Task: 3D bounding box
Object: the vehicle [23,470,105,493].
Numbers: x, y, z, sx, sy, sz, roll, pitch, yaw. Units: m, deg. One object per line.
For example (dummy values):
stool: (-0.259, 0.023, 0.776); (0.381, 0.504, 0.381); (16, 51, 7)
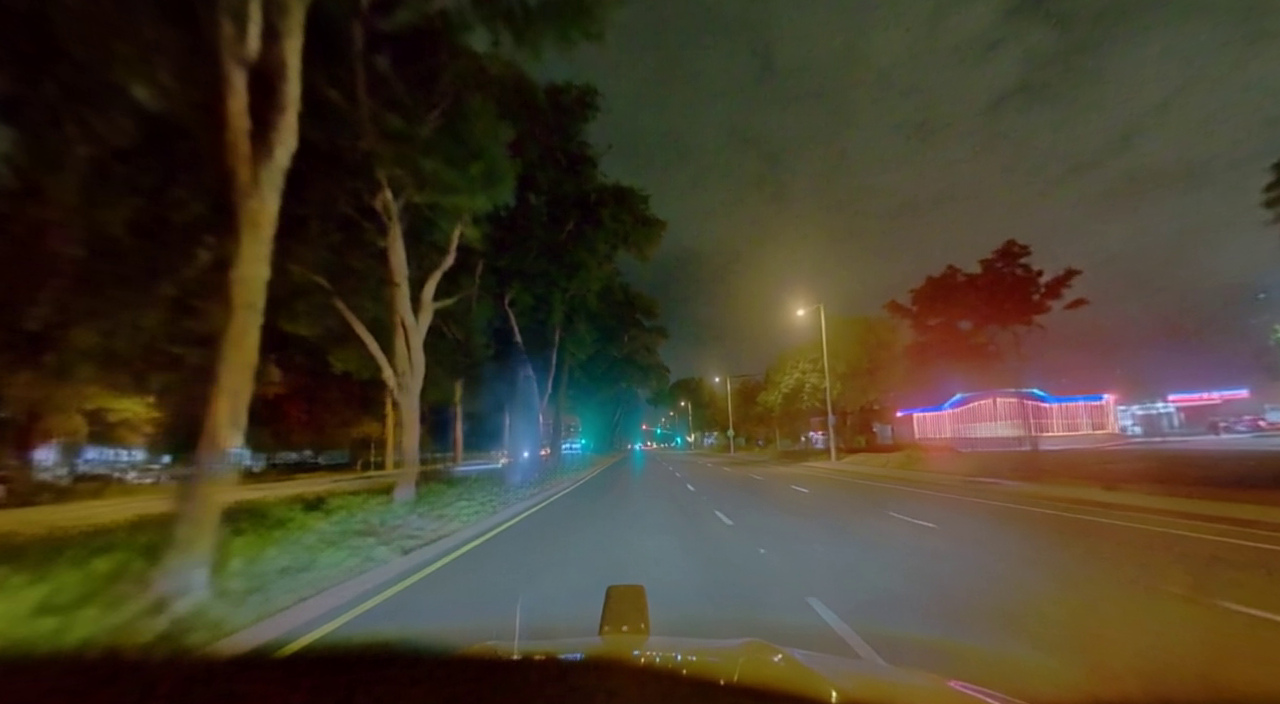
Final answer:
vehicle: (-44.447, 9.995, 48.793); (1.816, 1.480, 4.786); (0, -9, 1)
